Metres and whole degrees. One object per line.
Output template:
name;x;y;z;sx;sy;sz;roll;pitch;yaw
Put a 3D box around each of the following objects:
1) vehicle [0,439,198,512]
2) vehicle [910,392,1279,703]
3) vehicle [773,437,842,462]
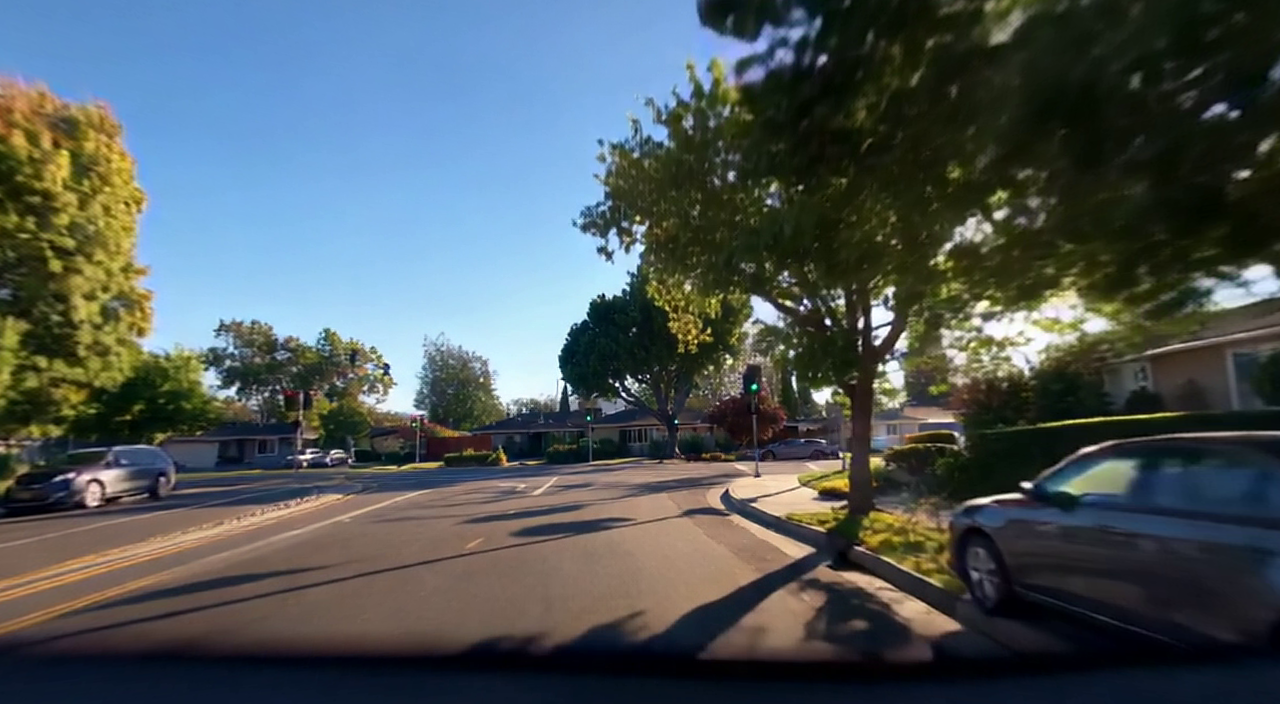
vehicle;-14.152;3.125;16.639;2.003;1.637;4.297;0;-8;-2
vehicle;3.655;1.065;3.701;2.065;1.478;4.828;0;-8;1
vehicle;10.465;6.118;39.668;3.815;1.504;1.790;0;-8;0
